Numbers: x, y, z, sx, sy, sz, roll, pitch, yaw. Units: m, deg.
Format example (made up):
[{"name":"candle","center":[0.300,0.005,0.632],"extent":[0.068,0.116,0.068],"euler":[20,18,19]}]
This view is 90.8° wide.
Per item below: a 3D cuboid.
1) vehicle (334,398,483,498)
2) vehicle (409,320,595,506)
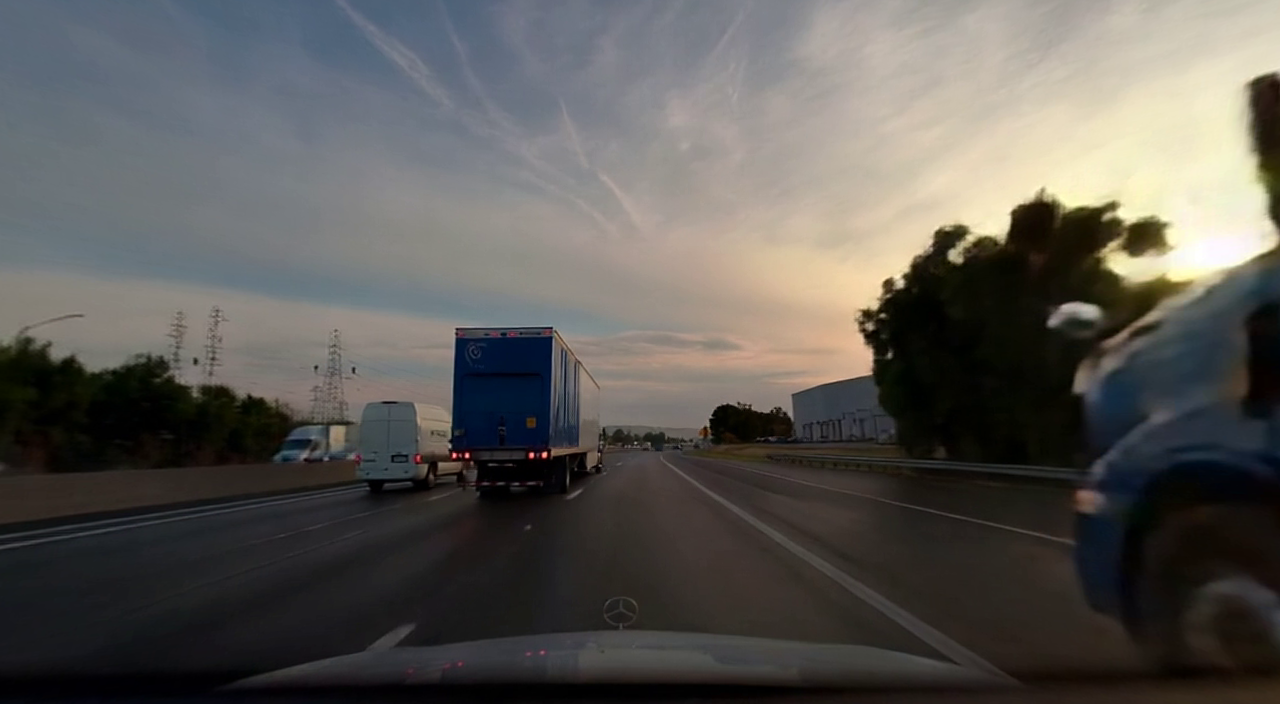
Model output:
[{"name":"vehicle","center":[-6.965,3.014,20.025],"extent":[2.385,2.672,6.049],"euler":[0,-8,0]},{"name":"vehicle","center":[-3.636,2.593,22.235],"extent":[2.939,4.132,16.303],"euler":[-1,-9,0]}]
